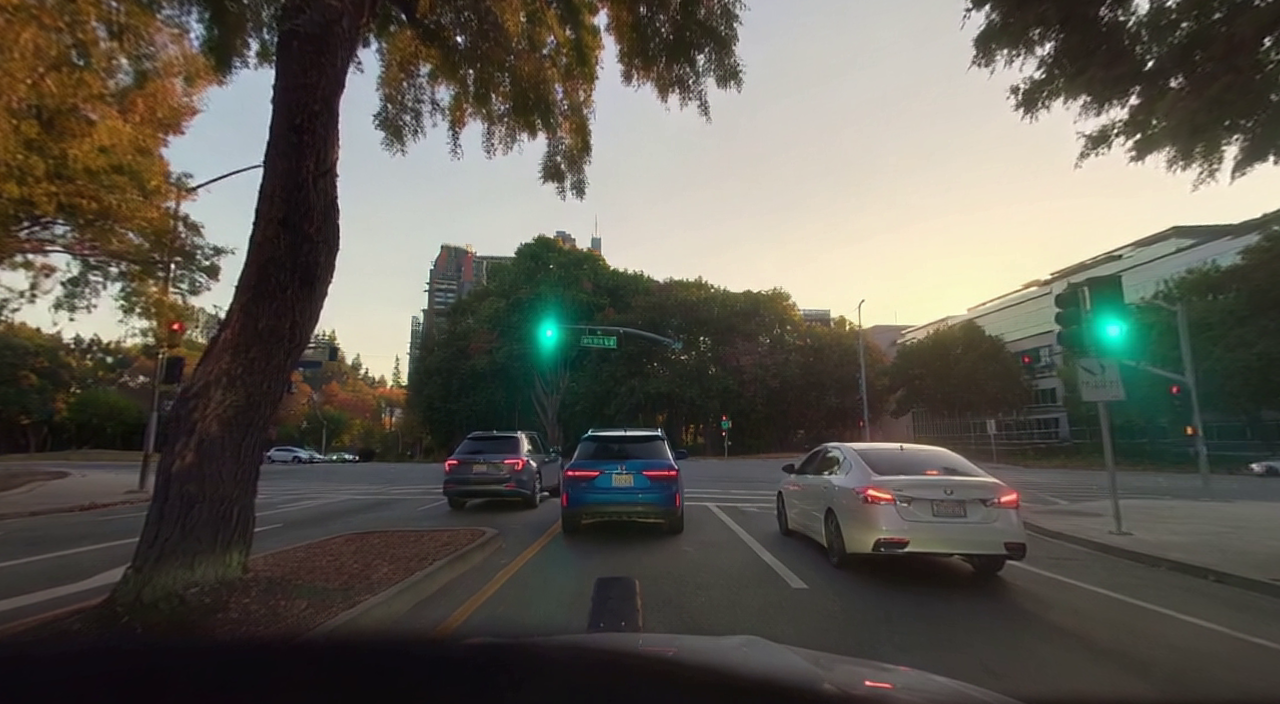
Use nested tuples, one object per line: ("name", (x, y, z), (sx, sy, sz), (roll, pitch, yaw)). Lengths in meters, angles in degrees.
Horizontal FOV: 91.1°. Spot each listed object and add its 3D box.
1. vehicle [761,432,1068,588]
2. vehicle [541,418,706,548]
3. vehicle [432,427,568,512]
("vehicle", (3.054, 1.847, 8.300), (2.056, 1.468, 4.520), (0, -8, 1))
("vehicle", (-0.202, 2.006, 10.250), (2.108, 1.654, 4.235), (0, -8, 0))
("vehicle", (-2.975, 2.593, 14.301), (1.987, 1.633, 4.005), (0, -8, 3))
